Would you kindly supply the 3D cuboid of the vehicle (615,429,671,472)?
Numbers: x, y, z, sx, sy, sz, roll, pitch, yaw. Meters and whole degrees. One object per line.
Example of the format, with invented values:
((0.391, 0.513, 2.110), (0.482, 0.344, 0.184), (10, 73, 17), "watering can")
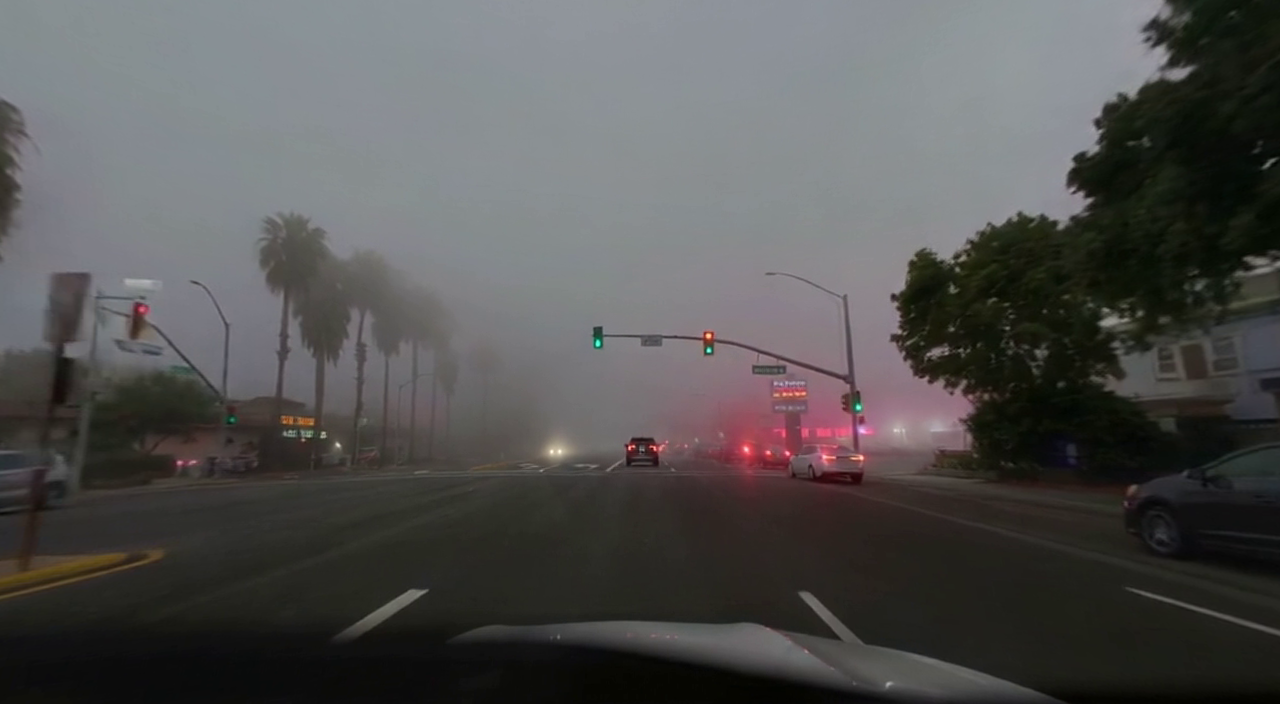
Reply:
((0.089, 4.631, 29.729), (2.428, 1.816, 4.959), (0, -9, -1), "vehicle")

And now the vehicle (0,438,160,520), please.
((-15.450, 3.094, 15.713), (2.575, 1.780, 5.899), (0, -9, -2), "vehicle")

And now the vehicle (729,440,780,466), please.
((6.797, 6.063, 38.078), (2.038, 1.476, 5.032), (0, -9, -1), "vehicle")

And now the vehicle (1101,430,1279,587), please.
((7.141, 1.450, 5.755), (2.076, 1.483, 4.963), (0, -9, -1), "vehicle")

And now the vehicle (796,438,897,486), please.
((6.890, 3.726, 21.627), (1.902, 1.461, 4.428), (0, -9, -1), "vehicle")
